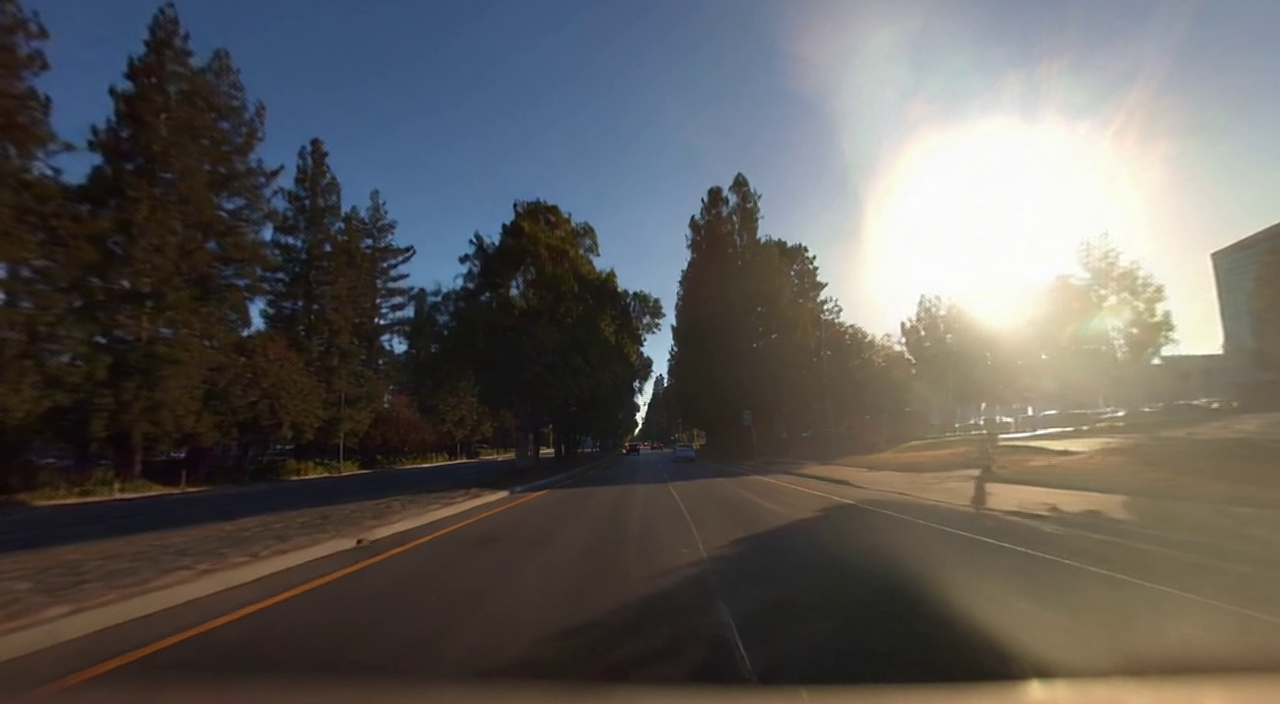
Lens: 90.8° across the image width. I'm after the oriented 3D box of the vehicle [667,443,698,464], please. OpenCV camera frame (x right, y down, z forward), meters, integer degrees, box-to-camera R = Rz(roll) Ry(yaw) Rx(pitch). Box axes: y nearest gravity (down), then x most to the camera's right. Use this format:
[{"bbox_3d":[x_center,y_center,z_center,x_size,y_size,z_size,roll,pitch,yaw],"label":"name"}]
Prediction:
[{"bbox_3d":[3.062,7.473,46.721,1.925,1.488,4.271,0,-8,-1],"label":"vehicle"}]
